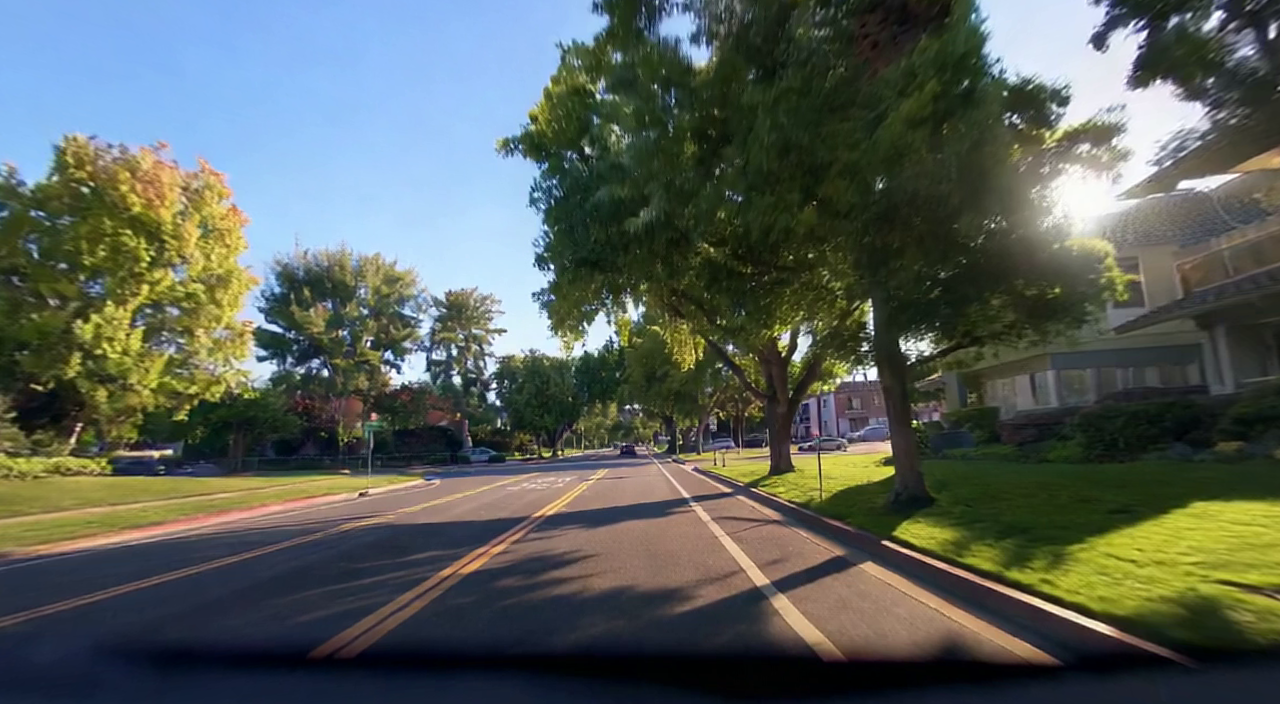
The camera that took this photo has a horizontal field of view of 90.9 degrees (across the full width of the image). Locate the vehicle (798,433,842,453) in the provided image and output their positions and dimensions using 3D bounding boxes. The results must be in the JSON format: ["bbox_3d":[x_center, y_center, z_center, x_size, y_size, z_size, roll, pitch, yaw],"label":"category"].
[{"bbox_3d":[13.645,6.958,48.017,1.927,1.464,4.644,0,-8,0],"label":"vehicle"}]
